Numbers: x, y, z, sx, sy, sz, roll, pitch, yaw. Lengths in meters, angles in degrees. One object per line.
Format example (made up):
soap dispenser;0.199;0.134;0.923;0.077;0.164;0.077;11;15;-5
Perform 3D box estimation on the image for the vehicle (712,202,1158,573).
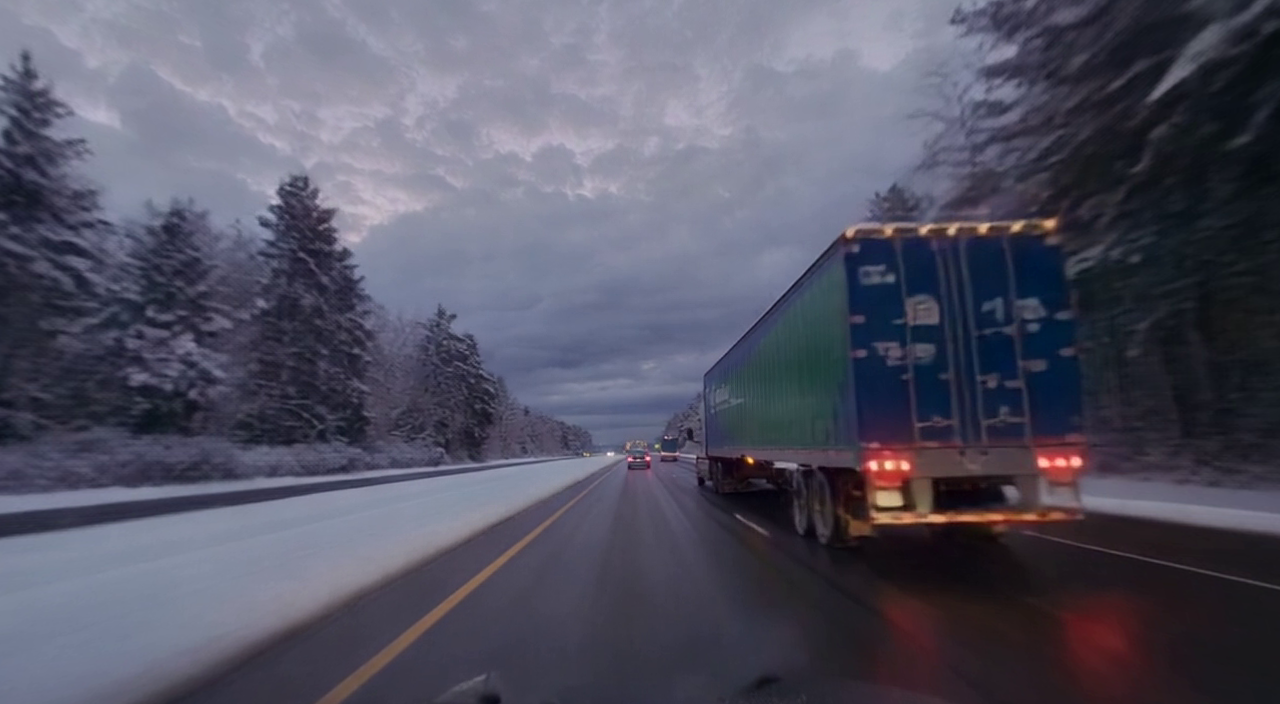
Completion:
vehicle;3.791;1.183;12.587;3.440;4.090;11.380;-1;-9;1
